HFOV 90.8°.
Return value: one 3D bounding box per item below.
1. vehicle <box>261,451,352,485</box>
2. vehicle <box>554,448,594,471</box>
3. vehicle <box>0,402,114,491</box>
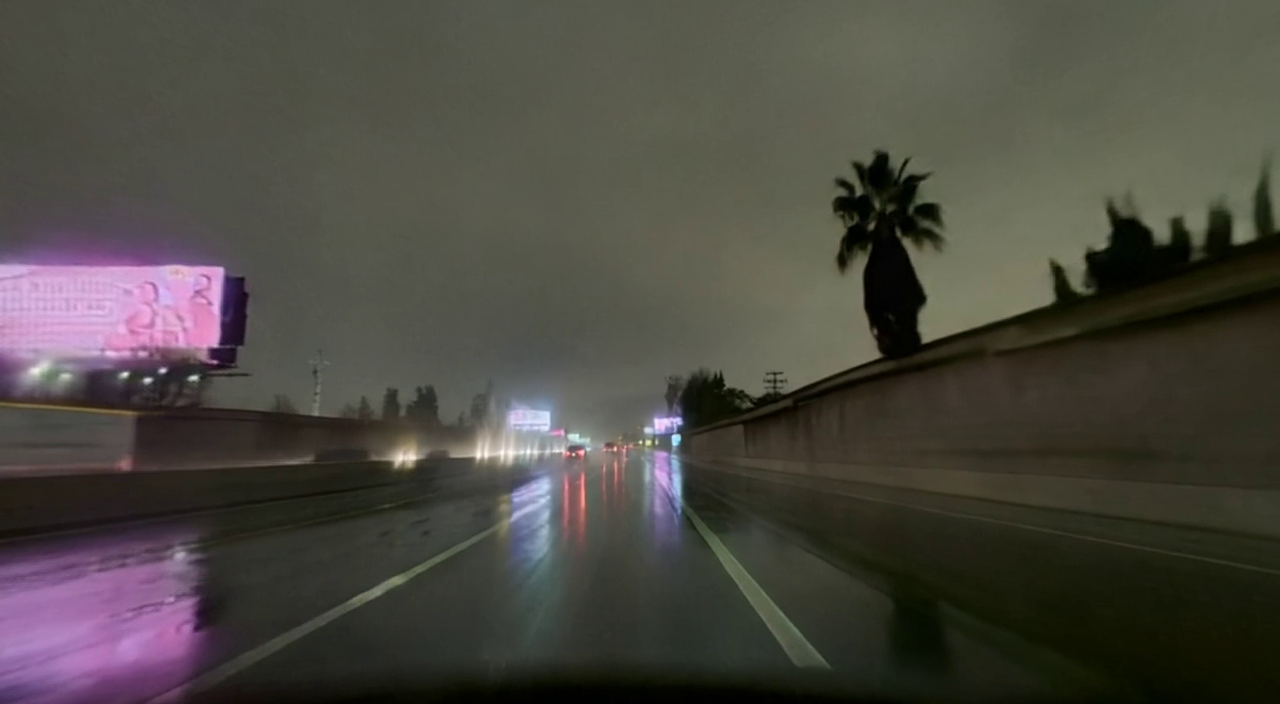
[{"bbox_3d":[-15.273,5.305,29.239,1.887,1.428,4.258,0,-9,0],"label":"vehicle"},{"bbox_3d":[-4.314,7.086,41.899,2.078,1.457,4.648,0,-8,1],"label":"vehicle"},{"bbox_3d":[-25.909,3.573,23.769,3.232,3.343,10.548,0,-9,-1],"label":"vehicle"}]
